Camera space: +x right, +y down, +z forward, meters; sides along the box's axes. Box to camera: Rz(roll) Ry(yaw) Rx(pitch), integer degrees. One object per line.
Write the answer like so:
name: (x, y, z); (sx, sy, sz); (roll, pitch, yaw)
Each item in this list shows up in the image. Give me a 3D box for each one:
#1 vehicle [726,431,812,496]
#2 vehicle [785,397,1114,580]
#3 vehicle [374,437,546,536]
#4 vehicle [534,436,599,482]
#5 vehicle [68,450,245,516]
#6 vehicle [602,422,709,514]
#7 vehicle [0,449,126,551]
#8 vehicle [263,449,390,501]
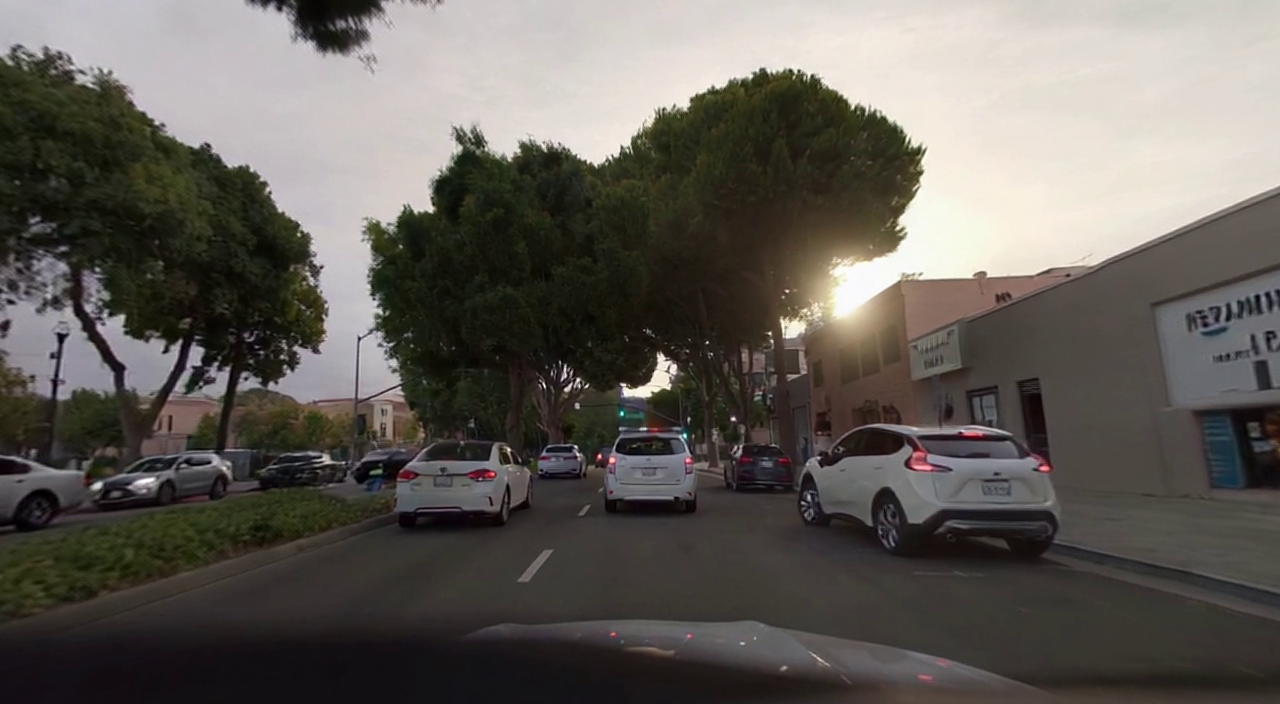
vehicle: (4.058, 3.570, 20.535); (2.025, 1.813, 4.372); (1, -8, 2)
vehicle: (4.017, 1.899, 9.730); (2.038, 1.865, 5.786); (3, -9, -1)
vehicle: (-3.046, 2.359, 11.712); (1.908, 1.474, 4.257); (0, -8, 0)
vehicle: (-3.055, 4.554, 27.150); (2.135, 1.806, 4.514); (0, -8, 1)
vehicle: (-14.437, 3.886, 19.219); (2.056, 1.619, 4.270); (-3, -8, -1)
vehicle: (0.305, 2.572, 14.353); (2.075, 1.770, 4.018); (0, -8, 0)
vehicle: (-10.640, 2.236, 9.373); (2.041, 1.500, 4.684); (-2, -8, 0)
vehicle: (-10.832, 4.229, 22.231); (2.158, 1.494, 4.480); (-3, -9, 1)
